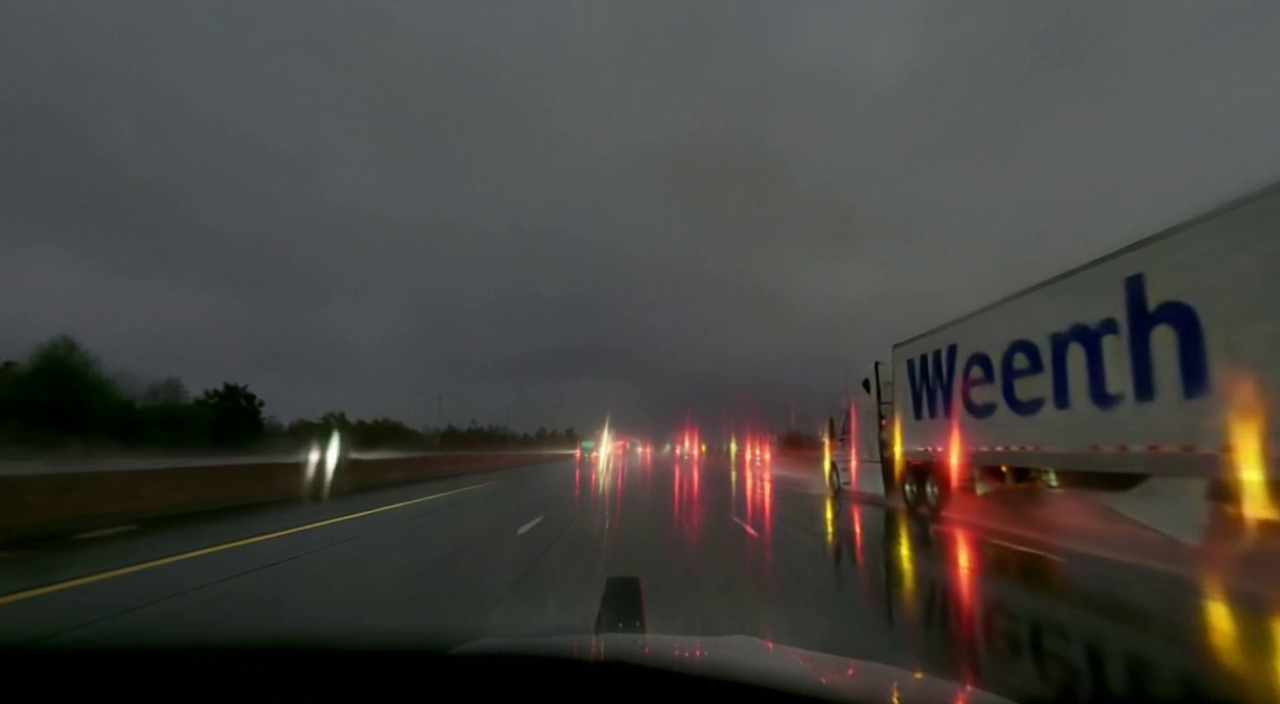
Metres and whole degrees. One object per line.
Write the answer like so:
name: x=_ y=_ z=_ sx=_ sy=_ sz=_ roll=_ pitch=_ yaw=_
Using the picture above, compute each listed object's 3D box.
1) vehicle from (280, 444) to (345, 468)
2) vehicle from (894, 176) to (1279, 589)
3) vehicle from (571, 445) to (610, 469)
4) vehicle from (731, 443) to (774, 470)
vehicle: x=-24.885 y=7.916 z=48.059 sx=2.104 sy=1.686 sz=4.874 roll=0 pitch=-9 yaw=3
vehicle: x=7.951 y=0.592 z=8.202 sx=2.912 sy=4.143 sz=15.538 roll=0 pitch=-9 yaw=0
vehicle: x=-3.366 y=7.239 z=43.494 sx=2.164 sy=1.507 sz=4.748 roll=0 pitch=-9 yaw=2
vehicle: x=7.521 y=7.038 z=42.573 sx=2.188 sy=1.727 sz=4.381 roll=0 pitch=-9 yaw=1
